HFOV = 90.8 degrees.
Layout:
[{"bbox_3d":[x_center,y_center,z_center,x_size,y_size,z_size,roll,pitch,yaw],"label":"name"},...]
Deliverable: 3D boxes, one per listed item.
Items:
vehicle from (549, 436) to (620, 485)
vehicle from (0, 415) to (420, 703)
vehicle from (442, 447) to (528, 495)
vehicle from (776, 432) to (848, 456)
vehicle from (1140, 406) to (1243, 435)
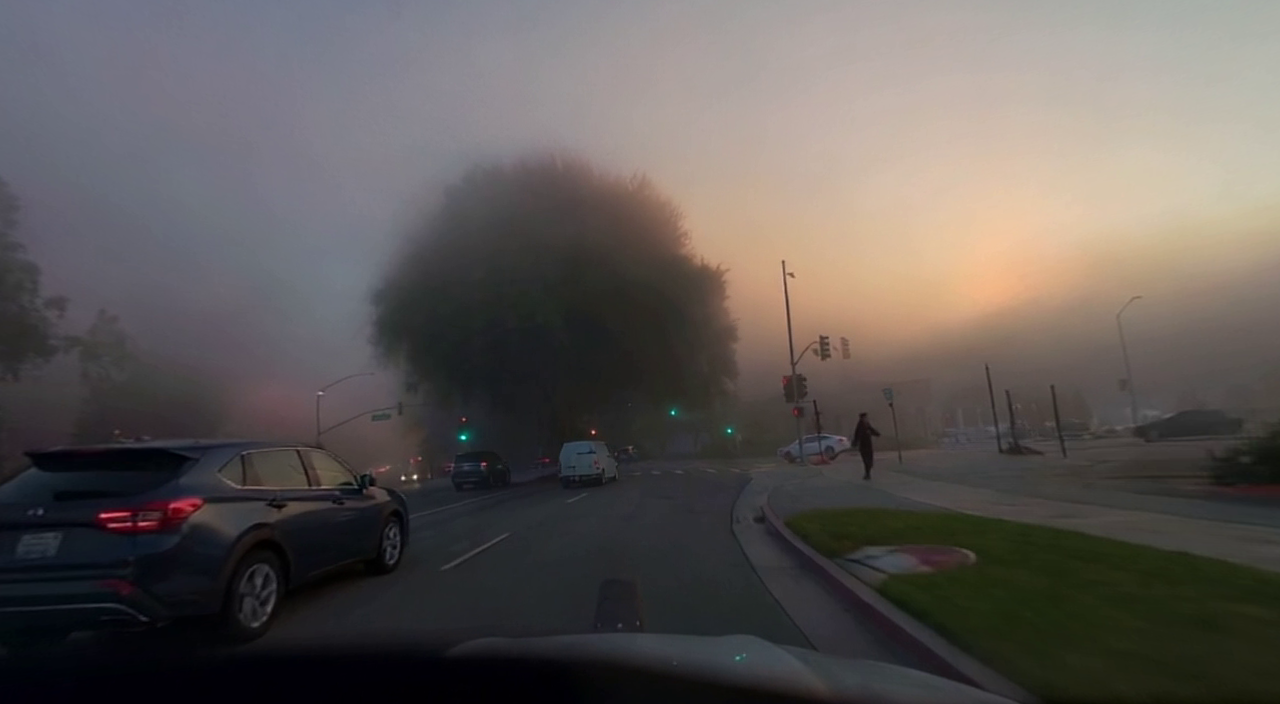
[{"bbox_3d":[-2.277,4.641,27.074,2.167,1.832,4.679,-2,-10,6],"label":"vehicle"},{"bbox_3d":[-3.808,1.528,5.735,2.002,1.664,4.113,-2,-8,3],"label":"vehicle"},{"bbox_3d":[-6.452,4.976,26.871,2.160,1.779,4.549,-3,-9,5],"label":"vehicle"},{"bbox_3d":[13.242,7.162,48.836,4.916,1.746,2.077,-7,-11,36],"label":"vehicle"},{"bbox_3d":[36.352,4.602,41.831,4.852,1.680,1.997,-6,-11,36],"label":"vehicle"}]
